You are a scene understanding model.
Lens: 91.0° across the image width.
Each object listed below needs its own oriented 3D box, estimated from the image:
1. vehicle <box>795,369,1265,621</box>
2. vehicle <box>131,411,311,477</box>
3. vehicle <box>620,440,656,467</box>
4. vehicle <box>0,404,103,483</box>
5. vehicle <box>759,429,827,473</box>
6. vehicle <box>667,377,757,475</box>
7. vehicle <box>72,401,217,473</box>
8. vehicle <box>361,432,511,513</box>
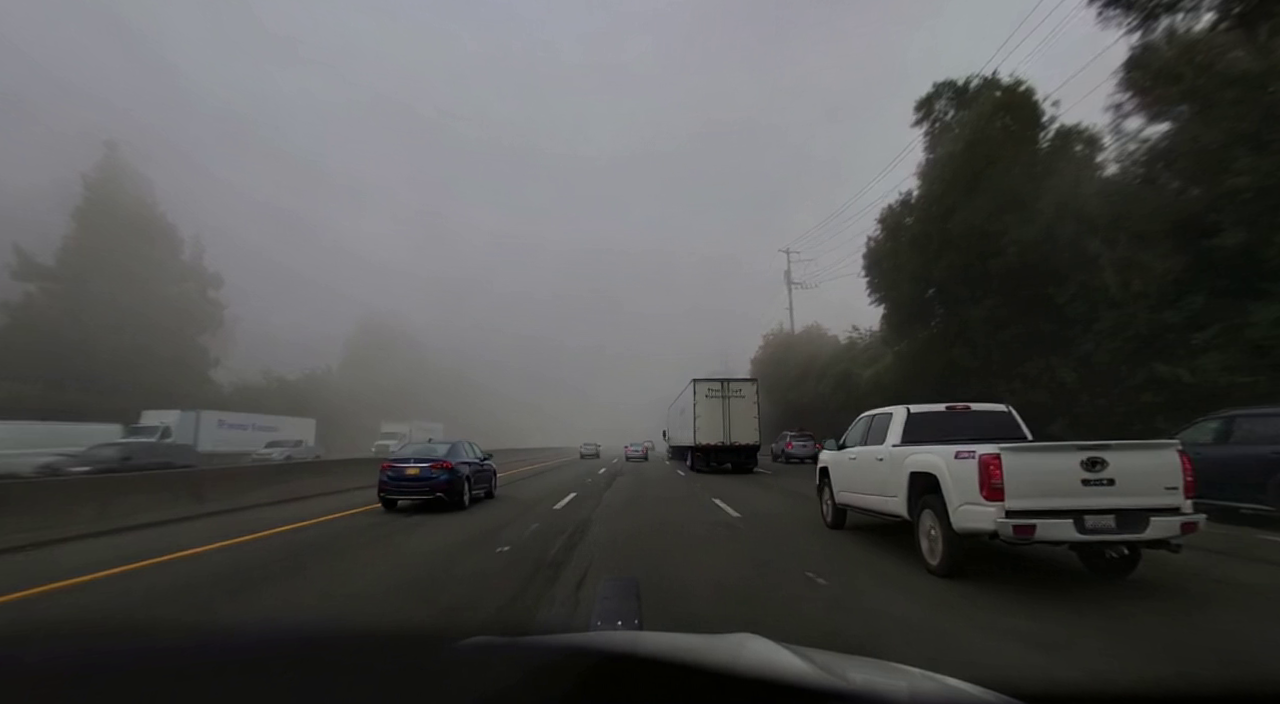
[{"bbox_3d":[3.532,1.418,7.256,2.132,1.869,4.978,0,-8,-1],"label":"vehicle"},{"bbox_3d":[-29.405,6.489,45.955,3.049,3.899,16.316,0,-7,-4],"label":"vehicle"},{"bbox_3d":[-0.108,5.947,37.084,2.047,1.485,3.938,0,-8,0],"label":"vehicle"},{"bbox_3d":[-20.295,2.788,19.152,2.251,2.324,6.186,0,-8,2],"label":"vehicle"},{"bbox_3d":[7.387,4.839,30.932,2.079,1.938,4.630,0,-8,-1],"label":"vehicle"},{"bbox_3d":[3.365,4.253,34.536,2.907,4.109,16.177,0,-8,0],"label":"vehicle"},{"bbox_3d":[-28.744,5.012,37.021,3.015,3.829,6.868,0,-8,-3],"label":"vehicle"},{"bbox_3d":[-4.232,2.544,13.787,1.968,1.507,3.829,0,-8,1],"label":"vehicle"}]
